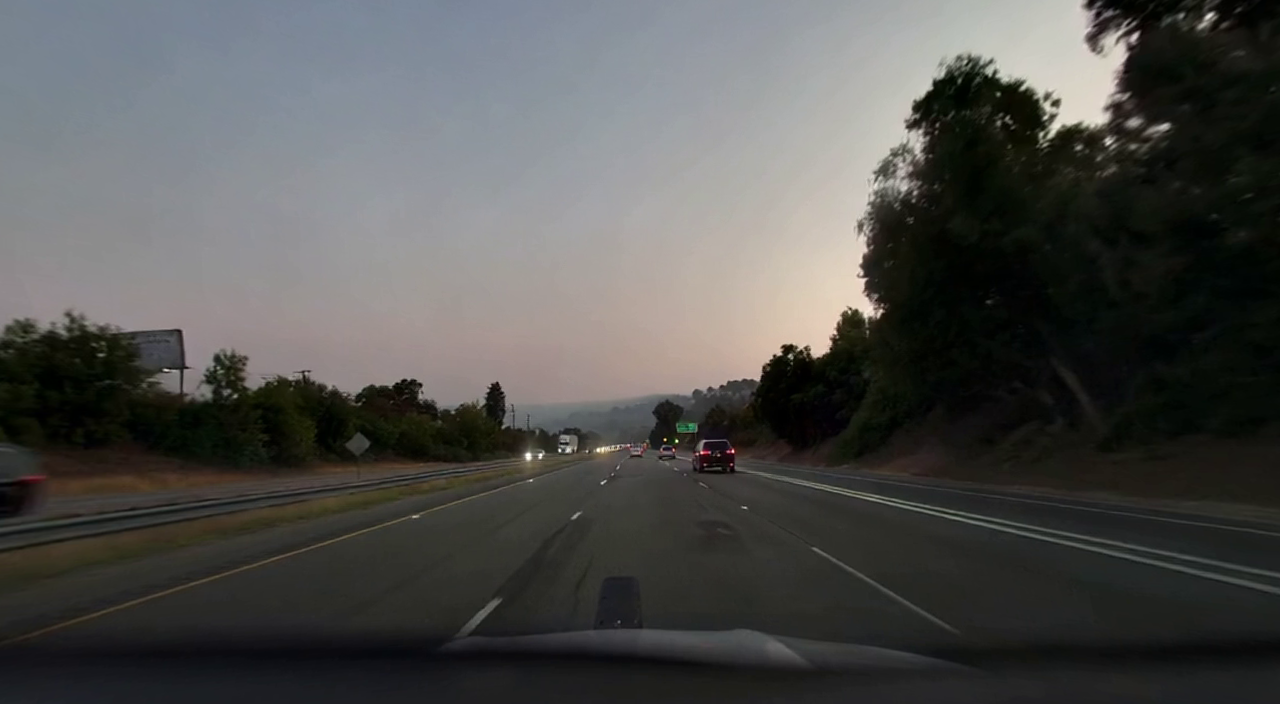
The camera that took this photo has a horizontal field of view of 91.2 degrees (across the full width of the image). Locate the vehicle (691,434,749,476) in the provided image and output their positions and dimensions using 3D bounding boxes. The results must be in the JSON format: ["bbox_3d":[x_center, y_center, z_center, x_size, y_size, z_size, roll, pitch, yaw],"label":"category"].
[{"bbox_3d":[3.924,5.172,31.590,2.177,1.914,5.245,0,-9,-1],"label":"vehicle"}]
